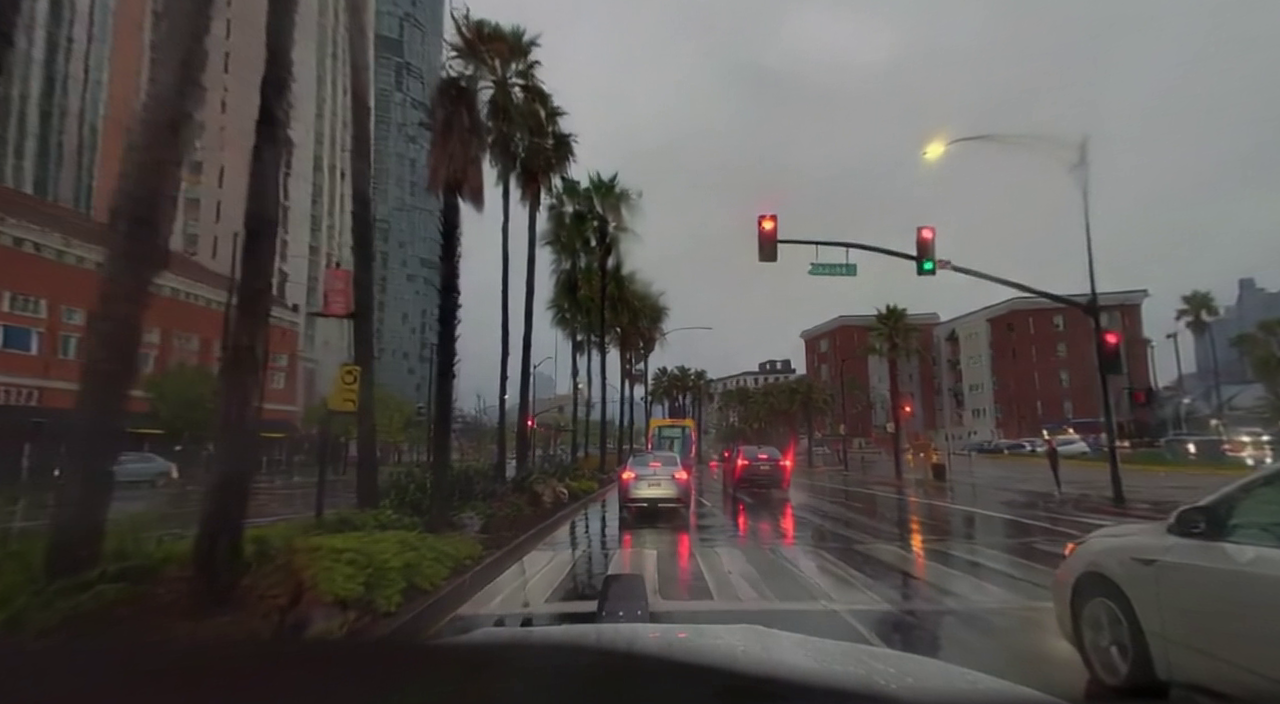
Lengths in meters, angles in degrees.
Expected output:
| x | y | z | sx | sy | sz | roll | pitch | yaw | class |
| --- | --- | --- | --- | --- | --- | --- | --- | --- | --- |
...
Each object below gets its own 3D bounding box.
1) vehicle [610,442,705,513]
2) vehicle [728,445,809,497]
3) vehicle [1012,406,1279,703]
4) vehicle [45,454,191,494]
| x | y | z | sx | sy | sz | roll | pitch | yaw | class |
| --- | --- | --- | --- | --- | --- | --- | --- | --- | --- |
| 0.428 | 2.997 | 15.541 | 2.048 | 1.503 | 3.681 | 0 | -9 | 2 | vehicle |
| 3.975 | 3.723 | 20.108 | 1.909 | 1.500 | 3.524 | 0 | -9 | 1 | vehicle |
| 3.585 | 0.916 | 2.218 | 1.920 | 1.490 | 4.417 | 0 | -9 | 1 | vehicle |
| -22.210 | 5.177 | 27.172 | 1.809 | 1.472 | 4.601 | -2 | -9 | 13 | vehicle |
